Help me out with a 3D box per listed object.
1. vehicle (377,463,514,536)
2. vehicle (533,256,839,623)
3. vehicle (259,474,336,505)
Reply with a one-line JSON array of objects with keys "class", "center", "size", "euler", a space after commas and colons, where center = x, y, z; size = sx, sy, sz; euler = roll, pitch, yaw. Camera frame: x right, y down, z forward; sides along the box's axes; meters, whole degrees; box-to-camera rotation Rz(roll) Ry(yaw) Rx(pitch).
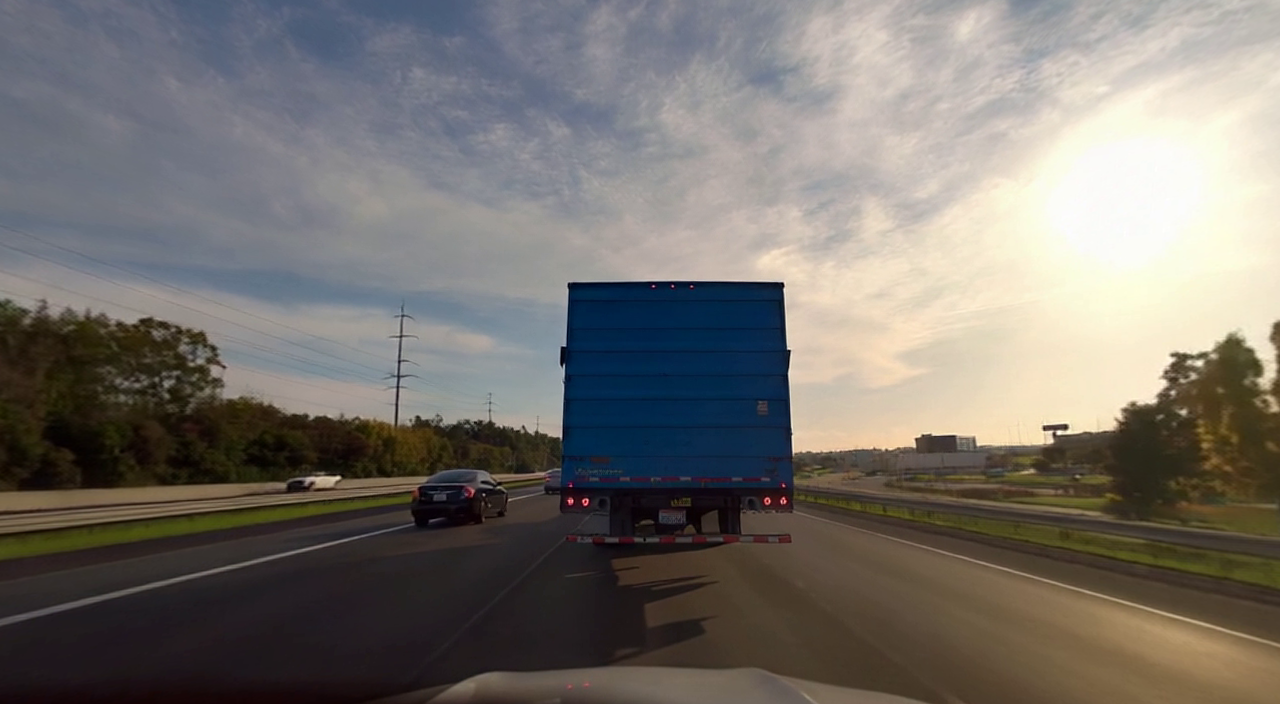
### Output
[{"class": "vehicle", "center": [-4.486, 3.494, 15.355], "size": [1.891, 1.469, 4.431], "euler": [1, -11, 0]}, {"class": "vehicle", "center": [0.599, 1.545, 10.429], "size": [2.831, 3.529, 8.689], "euler": [0, -11, 2]}, {"class": "vehicle", "center": [-18.840, 7.555, 34.857], "size": [1.868, 1.579, 4.060], "euler": [0, -11, 2]}]
